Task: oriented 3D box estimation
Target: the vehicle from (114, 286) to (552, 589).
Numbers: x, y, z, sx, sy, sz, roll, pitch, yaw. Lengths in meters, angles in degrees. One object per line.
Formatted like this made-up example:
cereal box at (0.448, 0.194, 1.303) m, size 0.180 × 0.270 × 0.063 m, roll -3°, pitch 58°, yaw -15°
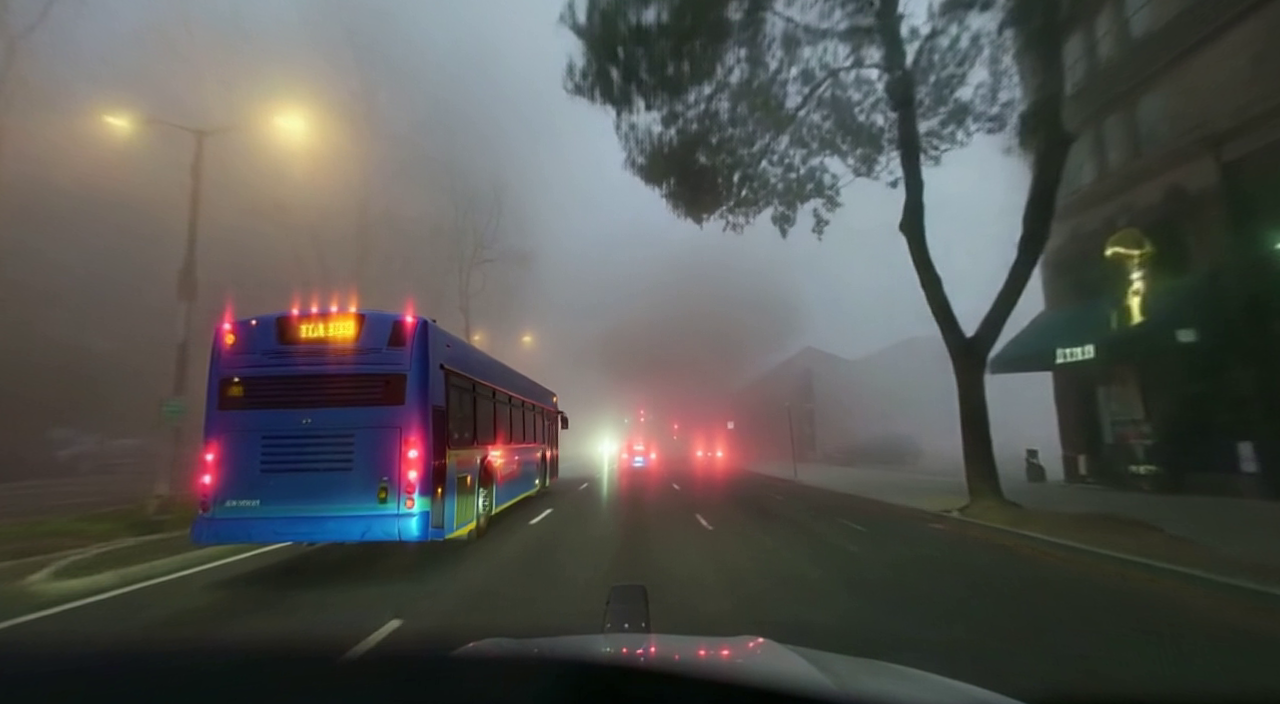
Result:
vehicle at (-3.505, 1.217, 10.357) m, size 2.920 × 2.884 × 8.588 m, roll 0°, pitch -6°, yaw 0°

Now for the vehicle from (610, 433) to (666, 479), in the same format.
vehicle at (-0.038, 4.232, 25.891) m, size 2.120 × 1.727 × 3.917 m, roll 0°, pitch -8°, yaw 1°

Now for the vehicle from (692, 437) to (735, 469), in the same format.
vehicle at (4.297, 5.969, 37.500) m, size 2.138 × 1.787 × 4.522 m, roll -1°, pitch -8°, yaw 2°
